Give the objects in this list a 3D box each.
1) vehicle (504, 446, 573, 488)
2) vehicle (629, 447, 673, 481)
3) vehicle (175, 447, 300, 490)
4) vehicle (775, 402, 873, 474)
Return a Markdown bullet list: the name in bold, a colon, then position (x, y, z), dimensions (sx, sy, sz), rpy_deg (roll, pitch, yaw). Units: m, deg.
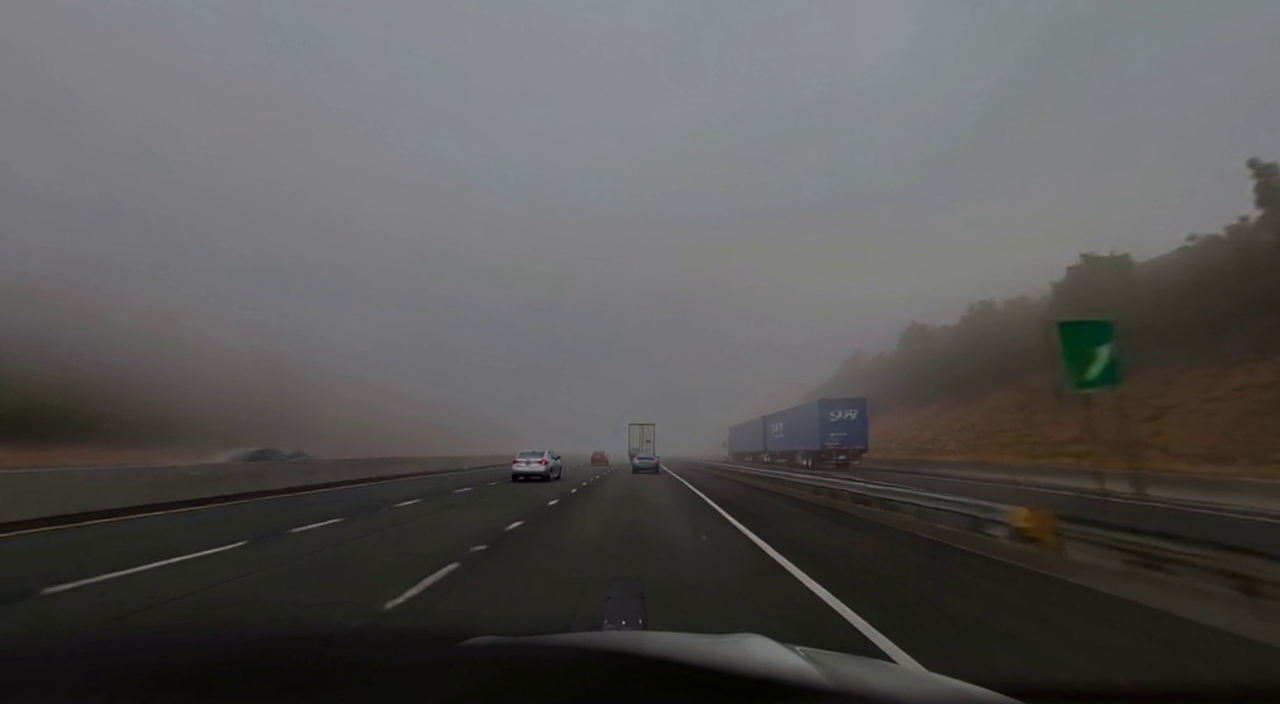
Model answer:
- **vehicle**: position (-3.978, 4.603, 25.533), dimensions (2.018, 1.504, 4.431), rpy_deg (0, -9, 1)
- **vehicle**: position (0.486, 5.313, 30.108), dimensions (1.991, 1.507, 3.391), rpy_deg (0, -9, -1)
- **vehicle**: position (-15.949, 4.620, 25.320), dimensions (1.952, 1.573, 4.568), rpy_deg (0, -9, 0)
- **vehicle**: position (11.993, 5.990, 42.954), dimensions (2.926, 4.094, 13.856), rpy_deg (0, -9, 2)
